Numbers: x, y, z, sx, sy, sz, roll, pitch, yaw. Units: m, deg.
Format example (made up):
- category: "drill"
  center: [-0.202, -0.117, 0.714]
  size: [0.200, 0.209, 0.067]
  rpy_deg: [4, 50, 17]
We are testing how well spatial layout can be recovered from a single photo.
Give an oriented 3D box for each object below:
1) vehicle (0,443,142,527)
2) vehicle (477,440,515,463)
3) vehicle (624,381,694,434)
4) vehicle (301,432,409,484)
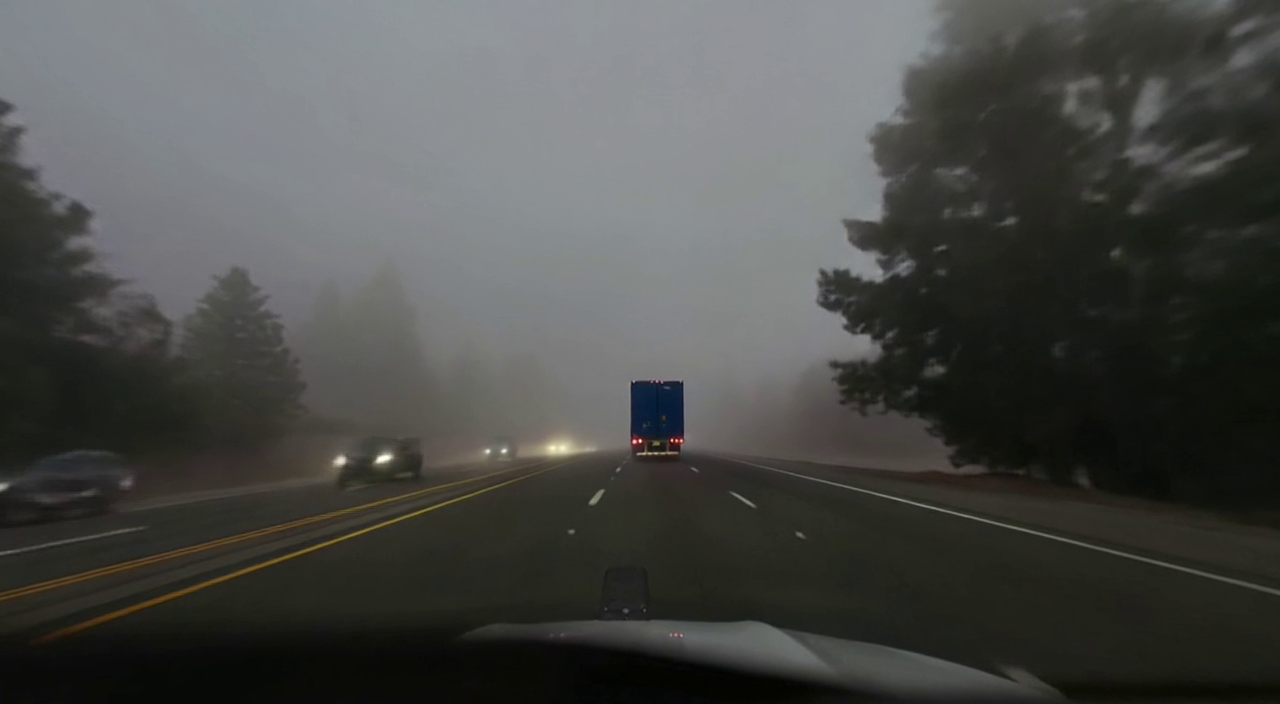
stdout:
- category: "vehicle"
  center: [-15.191, 3.204, 15.512]
  size: [2.000, 1.847, 4.664]
  rpy_deg: [-2, -8, 0]
- category: "vehicle"
  center: [-11.341, 7.873, 49.821]
  size: [1.873, 1.712, 4.097]
  rpy_deg: [0, -8, 2]
- category: "vehicle"
  center: [0.646, 2.322, 25.347]
  size: [2.509, 1.890, 4.732]
  rpy_deg: [0, -8, -2]
- category: "vehicle"
  center: [-11.653, 4.367, 26.207]
  size: [2.133, 1.942, 4.865]
  rpy_deg: [0, -8, 1]
